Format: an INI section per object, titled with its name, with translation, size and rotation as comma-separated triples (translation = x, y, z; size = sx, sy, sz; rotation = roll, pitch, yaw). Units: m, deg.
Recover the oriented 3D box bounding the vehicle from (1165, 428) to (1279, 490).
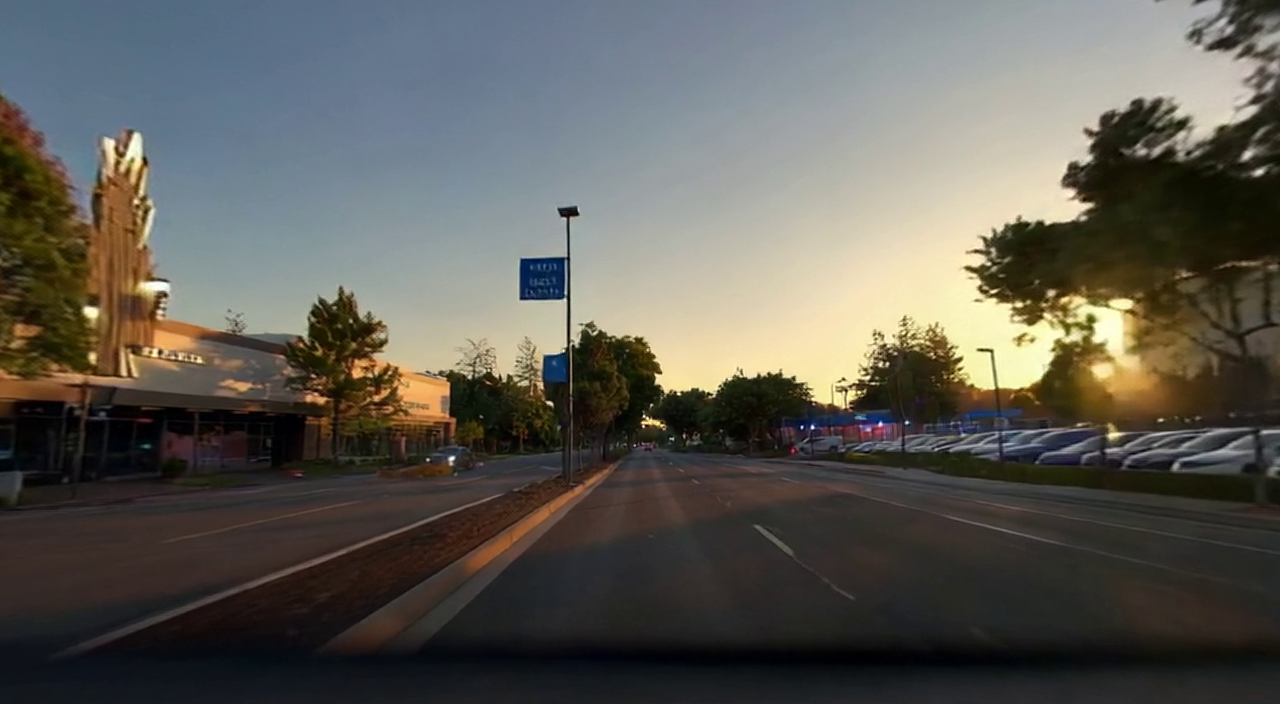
[vehicle]
translation = 17.502, 2.853, 17.125
size = 4.554, 1.547, 2.057
rotation = -1, -9, -1
